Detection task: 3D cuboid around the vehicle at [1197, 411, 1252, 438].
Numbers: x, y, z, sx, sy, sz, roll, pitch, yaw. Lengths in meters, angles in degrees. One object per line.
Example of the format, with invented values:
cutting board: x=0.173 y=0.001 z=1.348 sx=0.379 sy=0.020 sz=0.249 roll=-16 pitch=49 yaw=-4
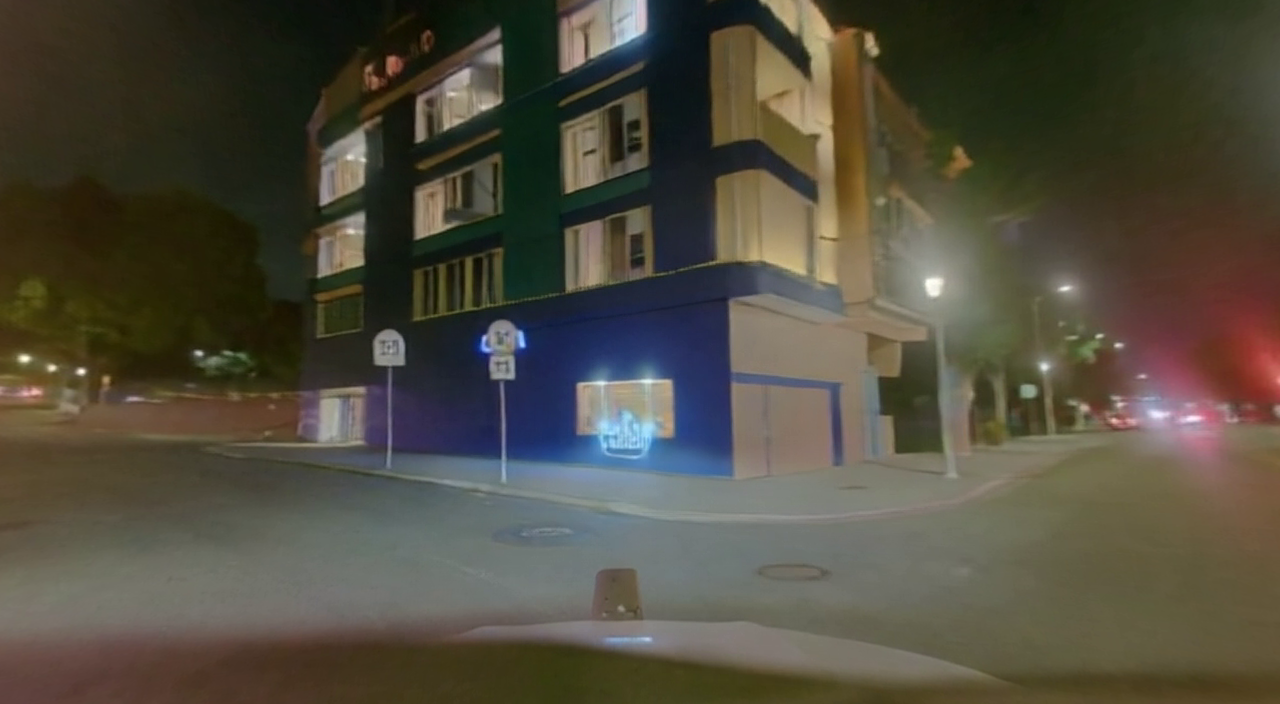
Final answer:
vehicle: x=42.884 y=5.365 z=46.259 sx=2.152 sy=1.874 sz=4.209 roll=-4 pitch=-9 yaw=33
